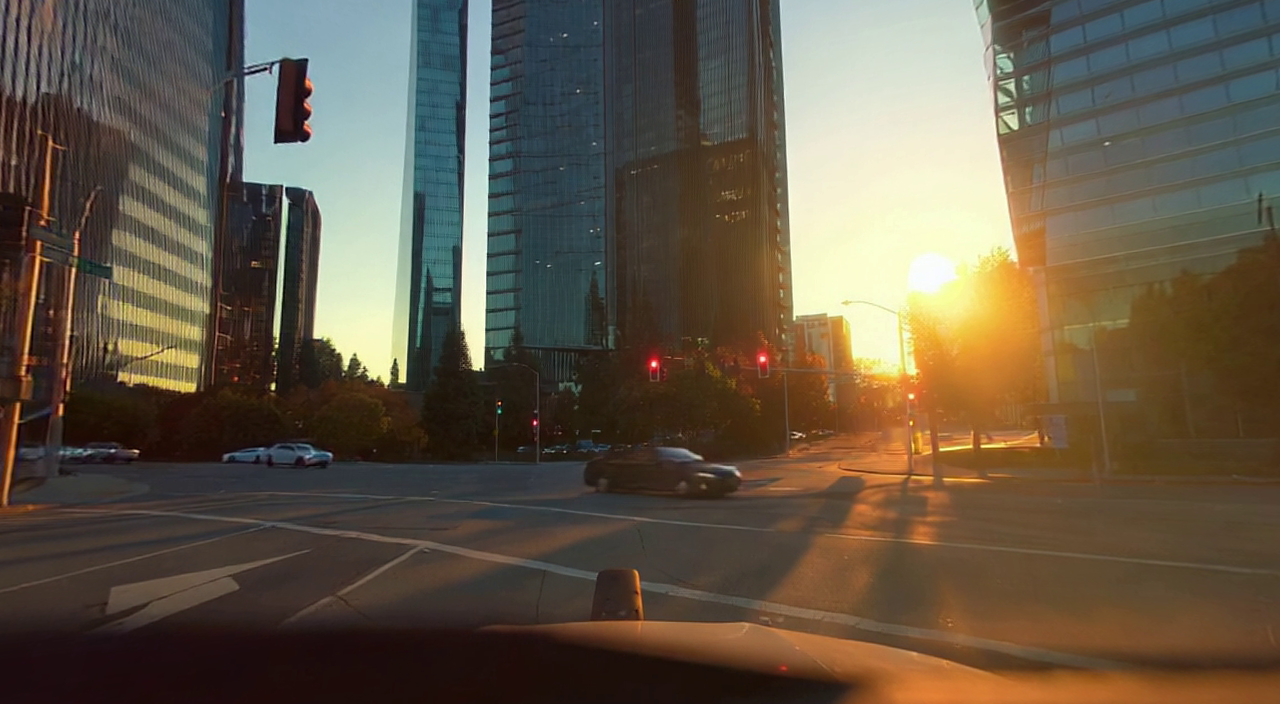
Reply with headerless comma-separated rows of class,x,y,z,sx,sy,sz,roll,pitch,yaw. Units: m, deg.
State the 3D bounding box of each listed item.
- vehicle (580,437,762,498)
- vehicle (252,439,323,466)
vehicle,0.751,3.142,17.591,4.798,1.461,1.939,-7,-11,37
vehicle,-20.986,5.961,37.532,4.110,1.511,1.883,-6,-10,33
